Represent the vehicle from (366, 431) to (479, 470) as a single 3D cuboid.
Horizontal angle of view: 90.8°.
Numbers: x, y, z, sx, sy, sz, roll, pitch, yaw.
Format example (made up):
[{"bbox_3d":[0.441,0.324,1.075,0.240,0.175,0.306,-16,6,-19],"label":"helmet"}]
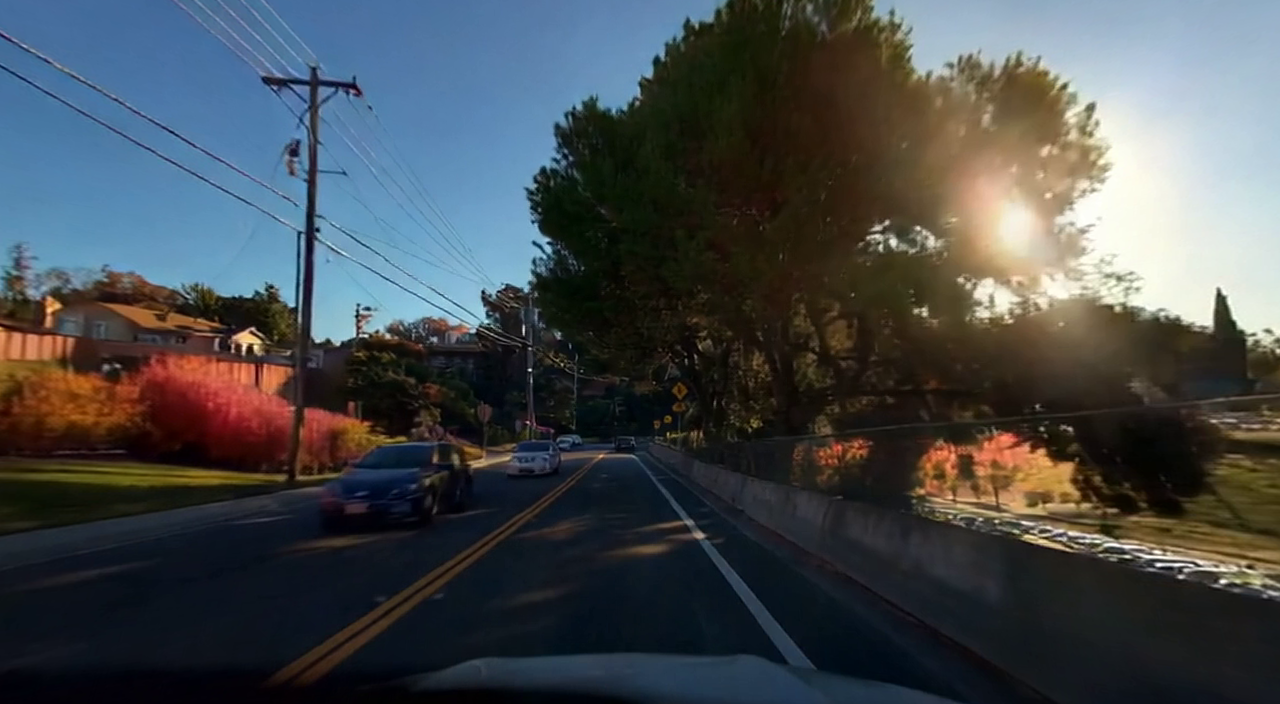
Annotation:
[{"bbox_3d":[-10.096,4.609,29.557,4.500,1.674,1.915,8,-11,-42],"label":"vehicle"}]
